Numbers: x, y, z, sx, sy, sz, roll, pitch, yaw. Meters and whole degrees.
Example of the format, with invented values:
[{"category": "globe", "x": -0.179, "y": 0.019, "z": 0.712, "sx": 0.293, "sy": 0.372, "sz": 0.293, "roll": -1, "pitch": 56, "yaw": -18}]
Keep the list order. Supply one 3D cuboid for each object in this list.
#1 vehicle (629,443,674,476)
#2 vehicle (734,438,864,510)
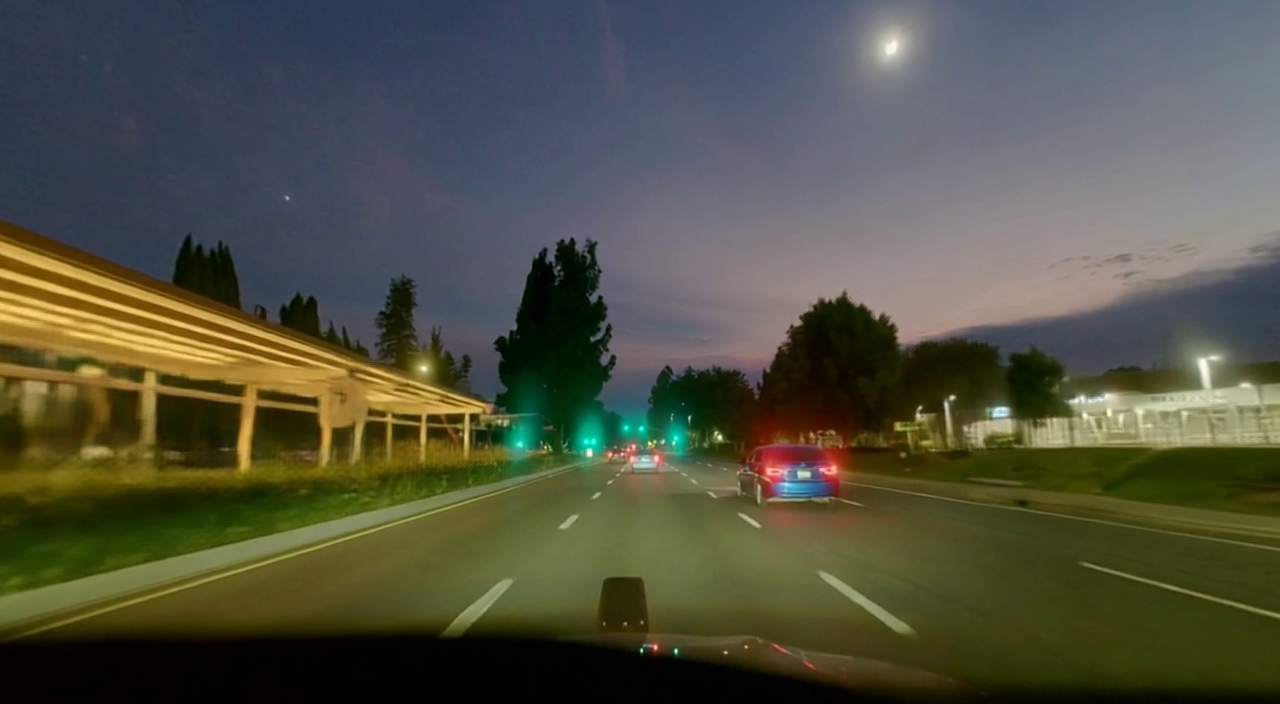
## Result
[{"category": "vehicle", "x": 0.547, "y": 5.364, "z": 31.610, "sx": 2.144, "sy": 1.505, "sz": 4.128, "roll": 0, "pitch": -8, "yaw": 0}, {"category": "vehicle", "x": 3.696, "y": 2.908, "z": 15.537, "sx": 2.067, "sy": 1.497, "sz": 4.327, "roll": 0, "pitch": -8, "yaw": 0}]
